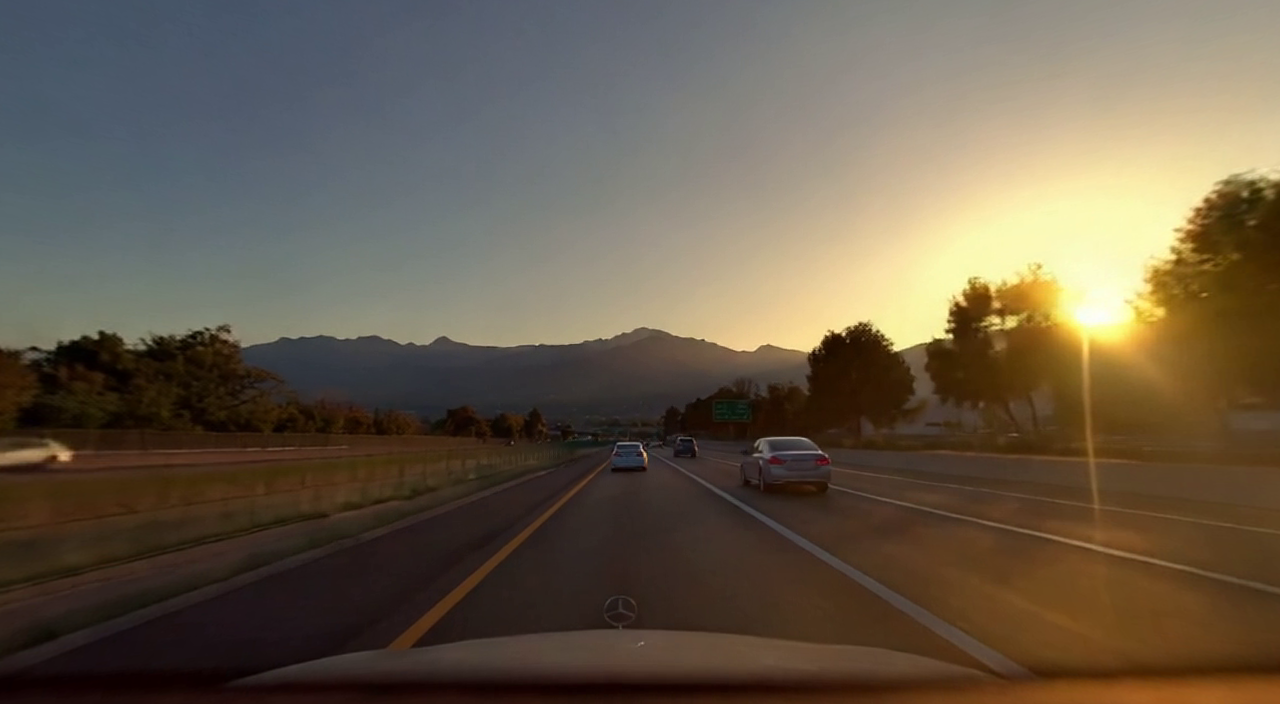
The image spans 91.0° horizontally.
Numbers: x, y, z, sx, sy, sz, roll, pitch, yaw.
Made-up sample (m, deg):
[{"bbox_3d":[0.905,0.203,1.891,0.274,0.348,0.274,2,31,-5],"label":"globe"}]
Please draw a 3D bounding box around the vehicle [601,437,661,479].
[{"bbox_3d":[-0.329,4.005,24.021,2.085,1.449,3.860,0,-8,0],"label":"vehicle"}]

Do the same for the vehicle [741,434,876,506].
[{"bbox_3d":[3.786,2.708,14.972,1.957,1.447,4.241,0,-8,-1],"label":"vehicle"}]
